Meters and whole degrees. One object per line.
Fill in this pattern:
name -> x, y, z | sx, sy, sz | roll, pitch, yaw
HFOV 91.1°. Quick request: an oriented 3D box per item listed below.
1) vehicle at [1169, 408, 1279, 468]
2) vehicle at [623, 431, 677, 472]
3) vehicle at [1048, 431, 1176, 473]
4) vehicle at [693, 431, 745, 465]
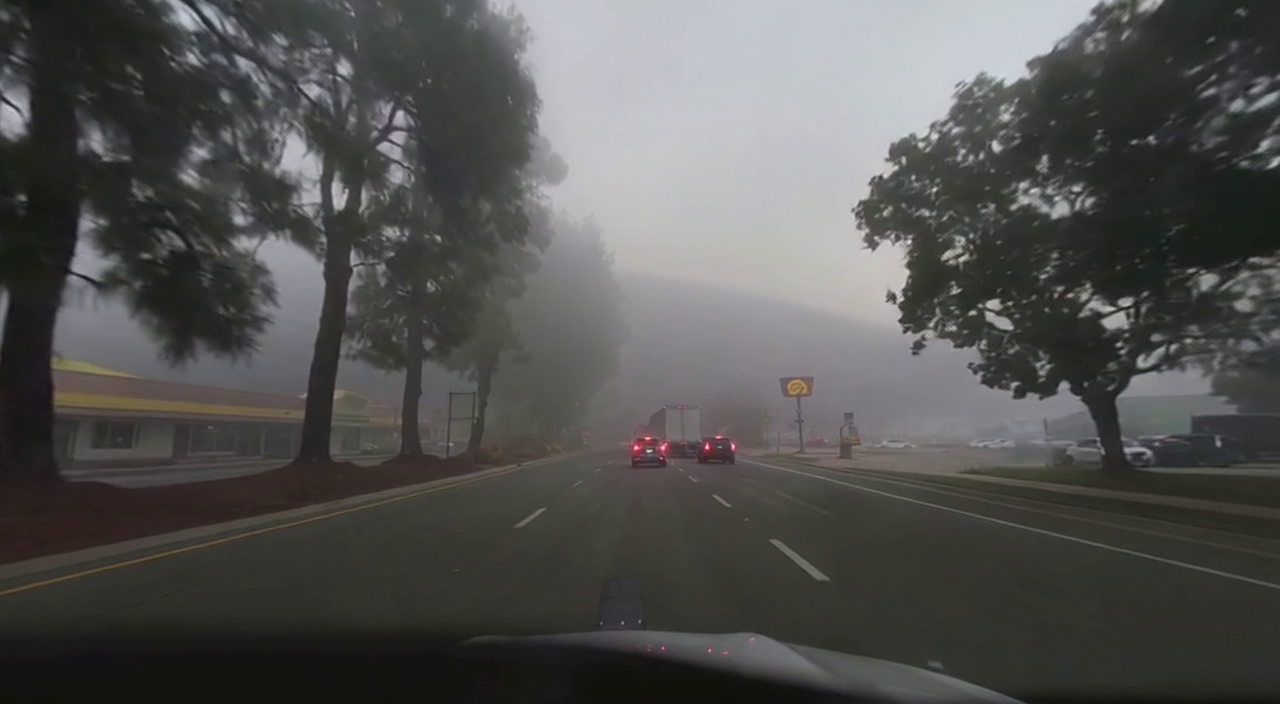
vehicle -> 29.048, 4.040, 29.616 | 5.896, 2.709, 2.318 | 0, -8, 1
vehicle -> 0.378, 4.309, 27.491 | 2.193, 1.651, 3.946 | 0, -8, -1
vehicle -> 19.790, 4.206, 26.603 | 2.068, 1.627, 4.269 | 0, -8, 0
vehicle -> 4.055, 5.031, 32.937 | 2.088, 1.655, 4.360 | 0, -8, -1
